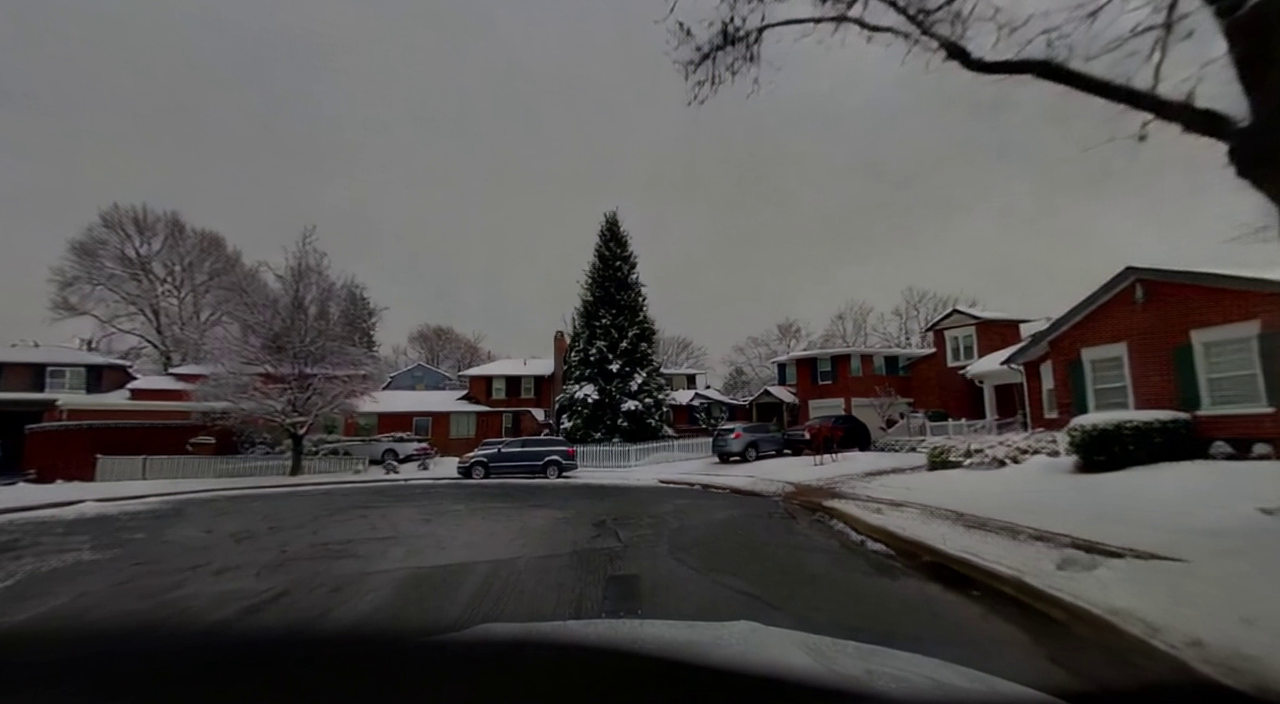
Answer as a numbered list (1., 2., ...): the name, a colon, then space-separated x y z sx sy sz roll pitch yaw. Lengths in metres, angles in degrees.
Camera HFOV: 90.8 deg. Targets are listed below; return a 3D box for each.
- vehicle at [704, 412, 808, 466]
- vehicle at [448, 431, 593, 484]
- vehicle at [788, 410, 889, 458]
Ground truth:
1. vehicle: 4.975 3.619 26.744 2.310 1.701 4.280 -8 -4 42
2. vehicle: -4.371 3.916 23.557 4.815 1.827 2.147 -2 -9 10
3. vehicle: 8.300 3.463 26.222 2.152 1.773 4.495 -8 -12 43
